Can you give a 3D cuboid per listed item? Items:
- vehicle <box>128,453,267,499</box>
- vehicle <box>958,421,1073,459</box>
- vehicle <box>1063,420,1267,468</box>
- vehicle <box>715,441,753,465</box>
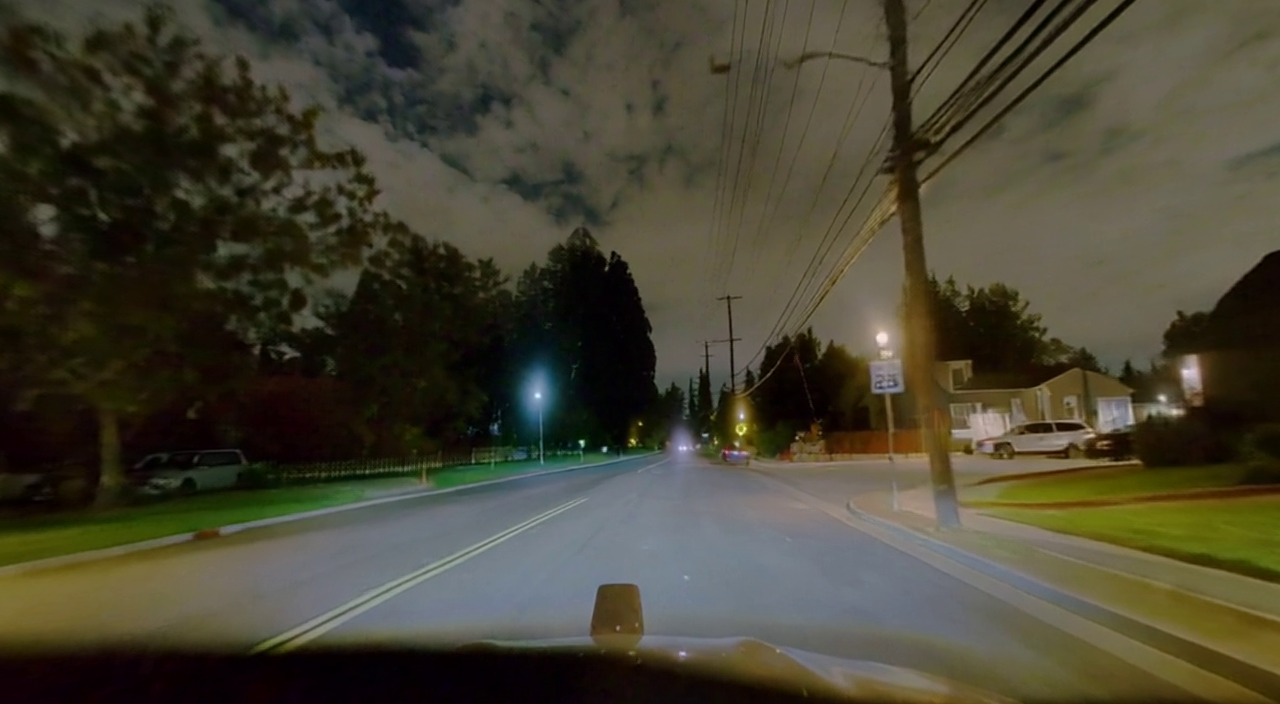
[{"bbox_3d":[-17.505,4.901,25.250,4.123,1.603,1.906,3,-9,-23],"label":"vehicle"},{"bbox_3d":[17.398,4.123,29.469,4.058,1.697,1.943,-1,-8,3],"label":"vehicle"},{"bbox_3d":[17.108,3.047,20.852,4.727,1.457,1.958,-1,-8,8],"label":"vehicle"},{"bbox_3d":[5.886,6.379,40.061,1.990,1.435,4.526,-1,-8,3],"label":"vehicle"}]
